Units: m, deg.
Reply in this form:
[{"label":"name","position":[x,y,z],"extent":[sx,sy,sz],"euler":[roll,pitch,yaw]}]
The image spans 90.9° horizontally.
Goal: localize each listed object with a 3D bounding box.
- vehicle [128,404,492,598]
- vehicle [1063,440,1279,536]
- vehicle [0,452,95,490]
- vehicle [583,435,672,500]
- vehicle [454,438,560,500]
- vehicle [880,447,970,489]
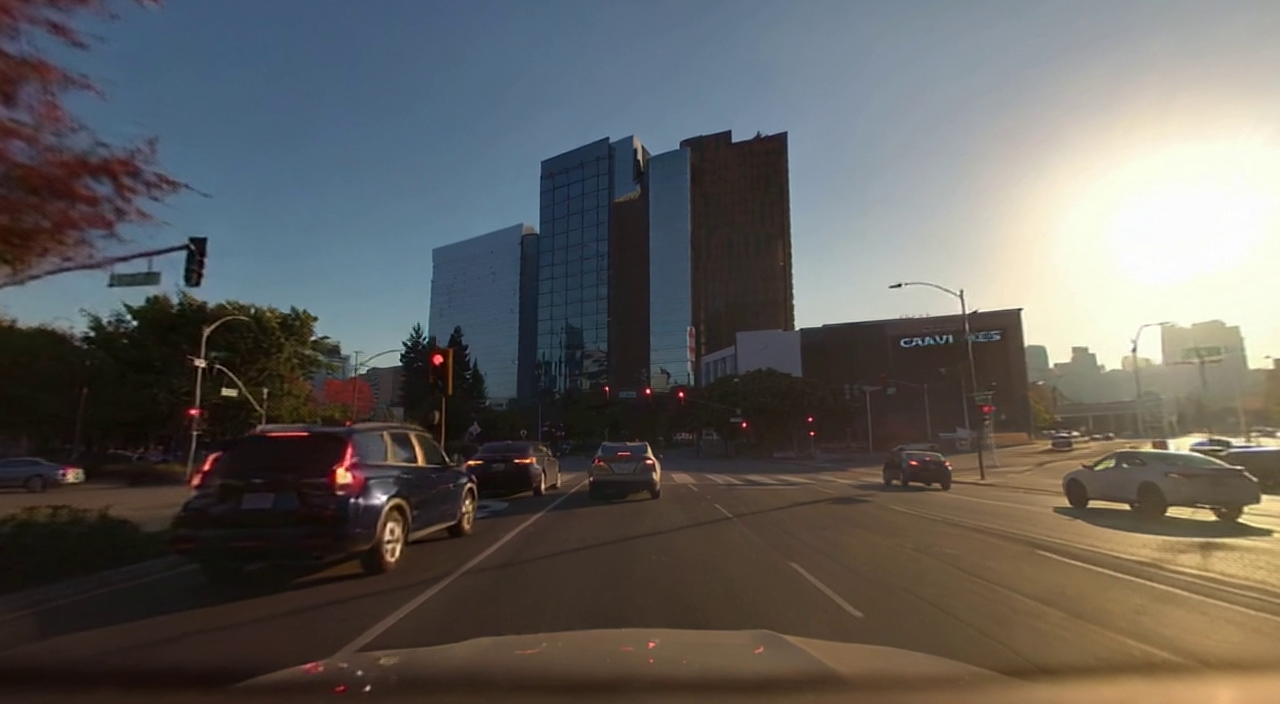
[{"label":"vehicle","position":[-3.442,1.647,7.901],"extent":[2.057,1.678,4.639],"euler":[0,-8,0]},{"label":"vehicle","position":[10.467,2.417,11.923],"extent":[1.936,1.474,4.331],"euler":[0,-8,1]},{"label":"vehicle","position":[-26.479,5.026,26.738],"extent":[4.687,1.482,1.914],"euler":[5,-10,-30]},{"label":"vehicle","position":[-0.321,2.977,16.639],"extent":[2.059,1.477,3.988],"euler":[0,-8,-1]},{"label":"vehicle","position":[-3.487,3.137,17.418],"extent":[1.939,1.474,4.327],"euler":[0,-8,1]},{"label":"vehicle","position":[11.493,4.685,25.787],"extent":[1.935,1.435,4.141],"euler":[3,-8,3]}]
